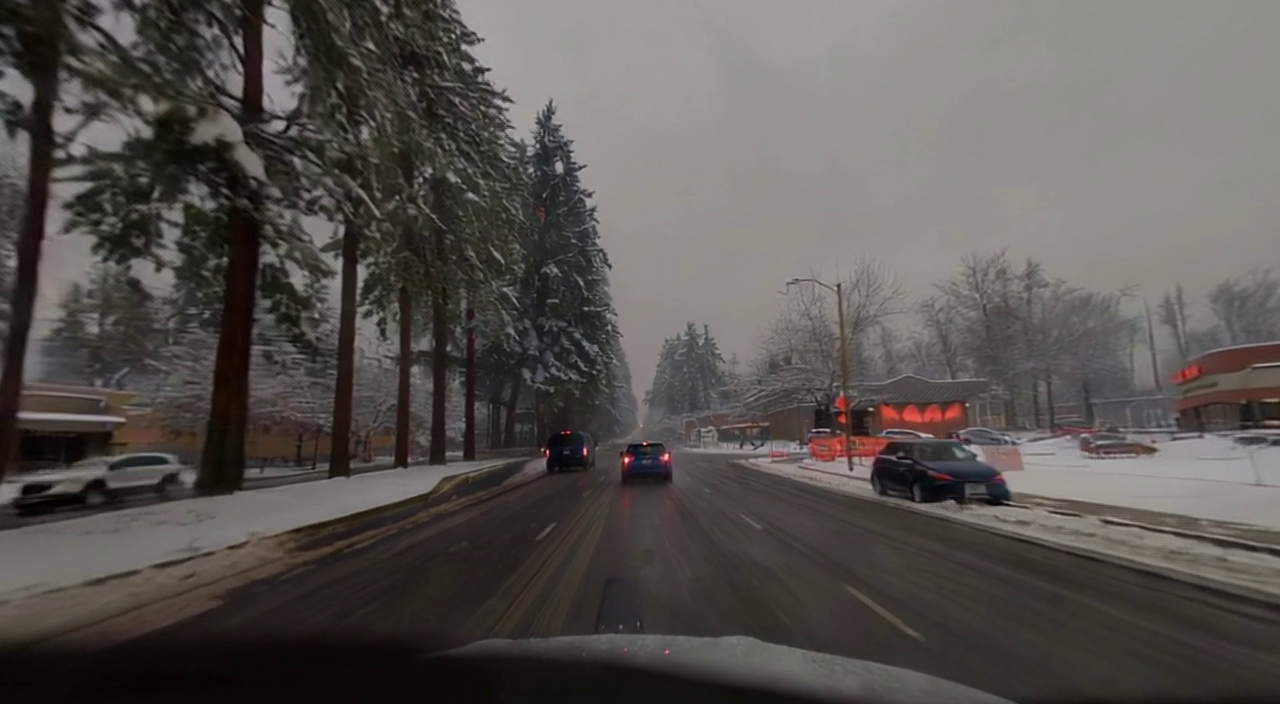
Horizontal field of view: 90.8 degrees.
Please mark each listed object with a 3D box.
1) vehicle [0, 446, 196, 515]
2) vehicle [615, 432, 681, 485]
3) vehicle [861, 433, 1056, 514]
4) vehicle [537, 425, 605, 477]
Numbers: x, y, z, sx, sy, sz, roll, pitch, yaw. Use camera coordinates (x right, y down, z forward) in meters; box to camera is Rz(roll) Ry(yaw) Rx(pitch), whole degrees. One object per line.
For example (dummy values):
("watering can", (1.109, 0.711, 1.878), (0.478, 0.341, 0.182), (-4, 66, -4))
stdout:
("vehicle", (-15.513, 3.611, 18.357), (1.898, 1.702, 4.456), (-1, -9, 0))
("vehicle", (0.256, 3.839, 23.072), (2.168, 1.725, 4.192), (-1, -9, 0))
("vehicle", (6.986, 2.708, 14.539), (2.076, 1.535, 4.460), (0, -9, -1))
("vehicle", (-2.977, 4.467, 28.614), (2.357, 2.063, 5.488), (-1, -9, 1))
